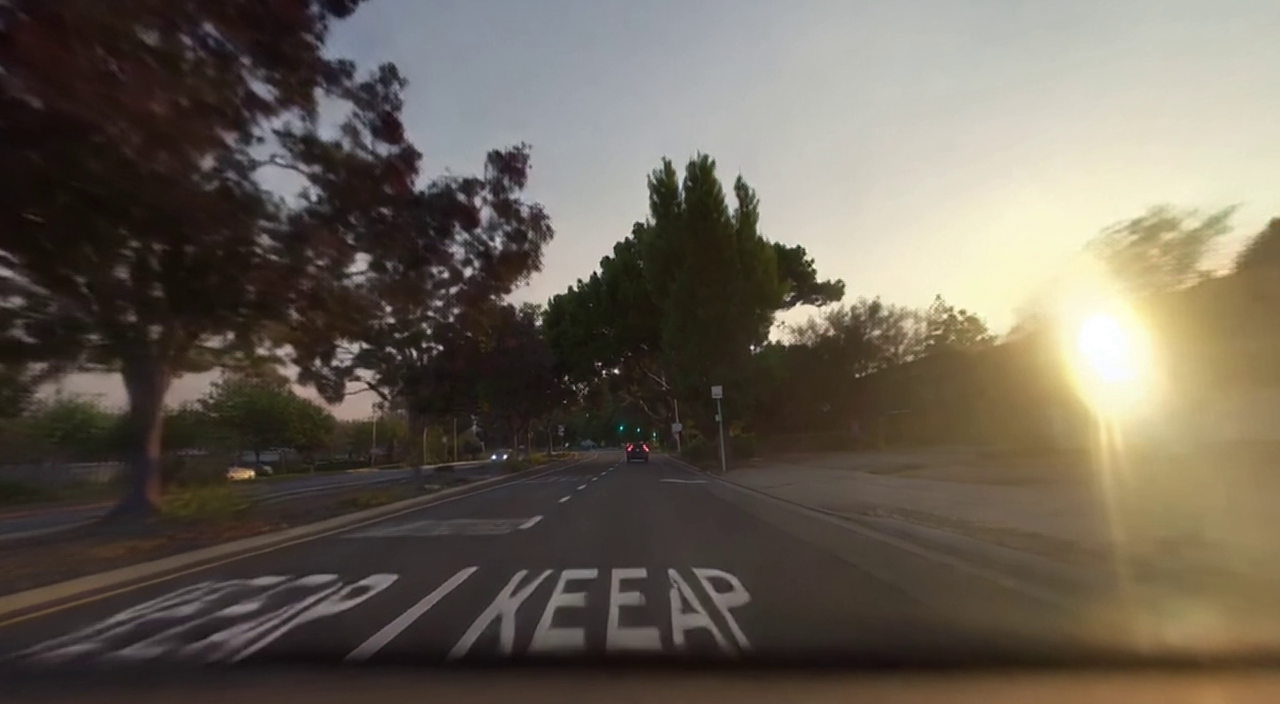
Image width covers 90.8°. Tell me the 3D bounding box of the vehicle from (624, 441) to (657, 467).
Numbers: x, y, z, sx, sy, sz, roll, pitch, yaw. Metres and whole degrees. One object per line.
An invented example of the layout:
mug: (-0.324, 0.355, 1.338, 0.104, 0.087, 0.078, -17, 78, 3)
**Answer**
vehicle: (-0.005, 6.737, 41.711, 2.045, 1.613, 4.210, 0, -8, -1)

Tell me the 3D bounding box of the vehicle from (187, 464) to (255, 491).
vehicle: (-30.038, 8.993, 45.498, 1.949, 1.702, 4.593, 1, -9, -3)
